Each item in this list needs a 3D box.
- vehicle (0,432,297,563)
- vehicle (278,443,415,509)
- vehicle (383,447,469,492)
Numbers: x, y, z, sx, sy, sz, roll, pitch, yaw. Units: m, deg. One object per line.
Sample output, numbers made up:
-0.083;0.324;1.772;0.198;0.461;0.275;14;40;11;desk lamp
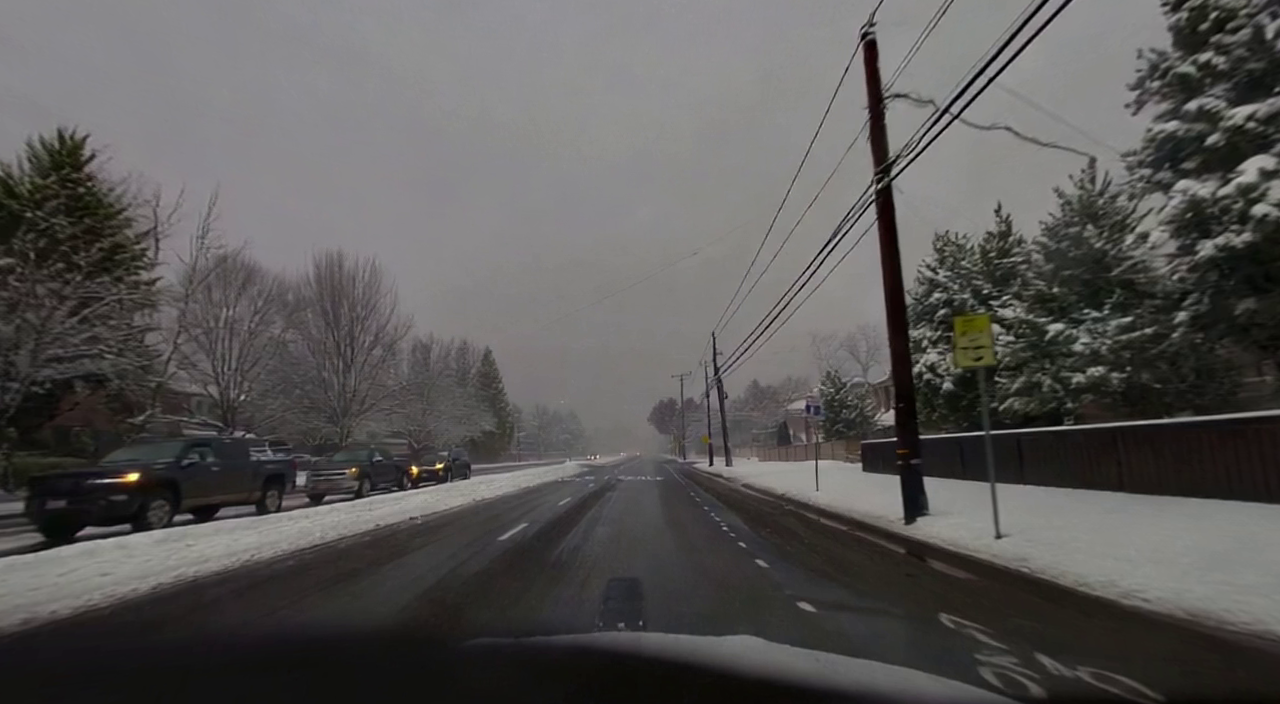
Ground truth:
-8.727;2.420;11.417;2.293;1.839;4.793;0;-8;0;vehicle
-9.155;3.868;20.265;2.075;1.733;4.947;-3;-9;0;vehicle
-9.166;5.029;27.466;2.084;1.741;4.737;-1;-9;0;vehicle
